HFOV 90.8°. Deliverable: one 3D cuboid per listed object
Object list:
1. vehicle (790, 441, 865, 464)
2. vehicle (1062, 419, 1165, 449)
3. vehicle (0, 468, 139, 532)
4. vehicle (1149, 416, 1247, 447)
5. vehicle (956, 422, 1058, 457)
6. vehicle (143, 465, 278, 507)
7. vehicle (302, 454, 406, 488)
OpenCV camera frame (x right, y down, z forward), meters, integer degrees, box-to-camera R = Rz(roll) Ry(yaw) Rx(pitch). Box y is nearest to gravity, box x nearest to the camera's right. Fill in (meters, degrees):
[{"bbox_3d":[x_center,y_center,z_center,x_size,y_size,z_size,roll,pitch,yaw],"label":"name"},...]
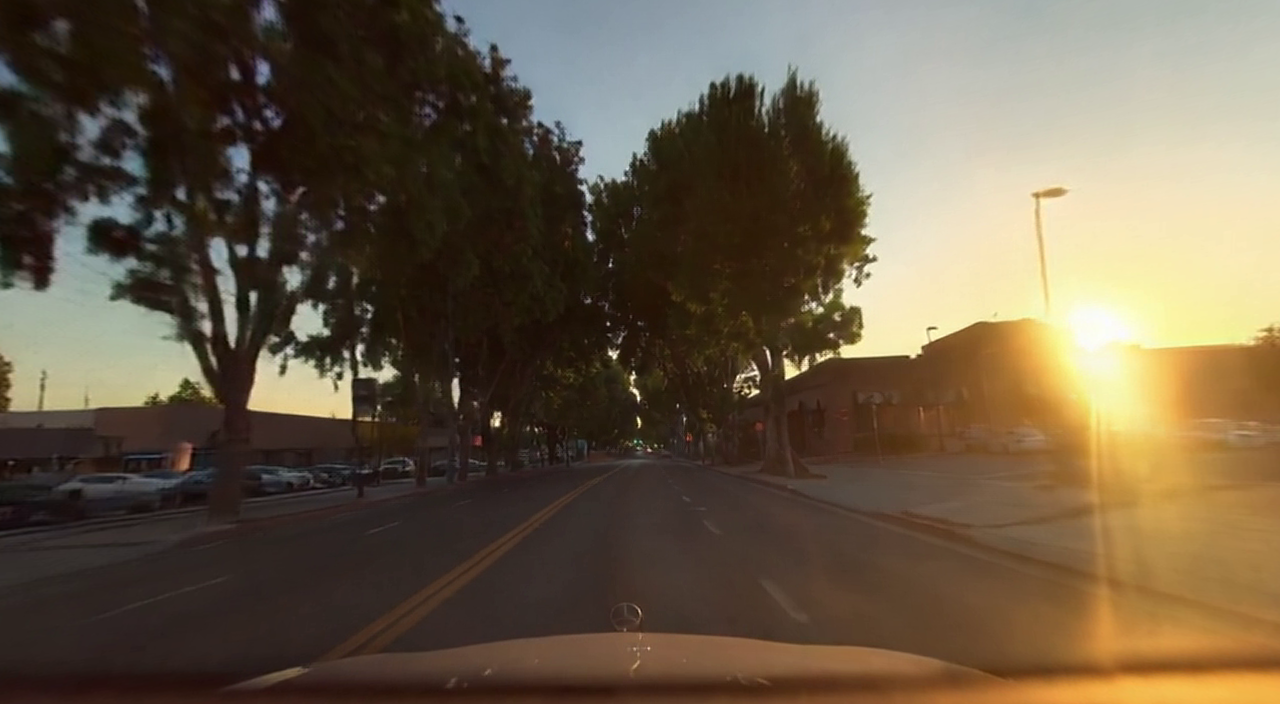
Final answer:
[{"bbox_3d":[12.167,6.560,41.239,4.404,1.445,1.844,-2,-9,9],"label":"vehicle"},{"bbox_3d":[32.293,5.649,43.173,5.318,1.849,2.058,-1,-9,-2],"label":"vehicle"},{"bbox_3d":[-15.633,3.753,16.190,4.023,1.475,1.767,0,-9,0],"label":"vehicle"},{"bbox_3d":[38.105,5.474,43.194,4.812,1.717,1.887,-4,-9,-1],"label":"vehicle"},{"bbox_3d":[25.059,6.014,43.266,5.444,1.901,2.250,-4,-9,-1],"label":"vehicle"},{"bbox_3d":[-15.948,4.970,23.584,3.771,1.404,1.639,0,-9,-2],"label":"vehicle"},{"bbox_3d":[-15.259,6.368,33.857,4.579,1.701,2.033,-1,-9,1],"label":"vehicle"}]
